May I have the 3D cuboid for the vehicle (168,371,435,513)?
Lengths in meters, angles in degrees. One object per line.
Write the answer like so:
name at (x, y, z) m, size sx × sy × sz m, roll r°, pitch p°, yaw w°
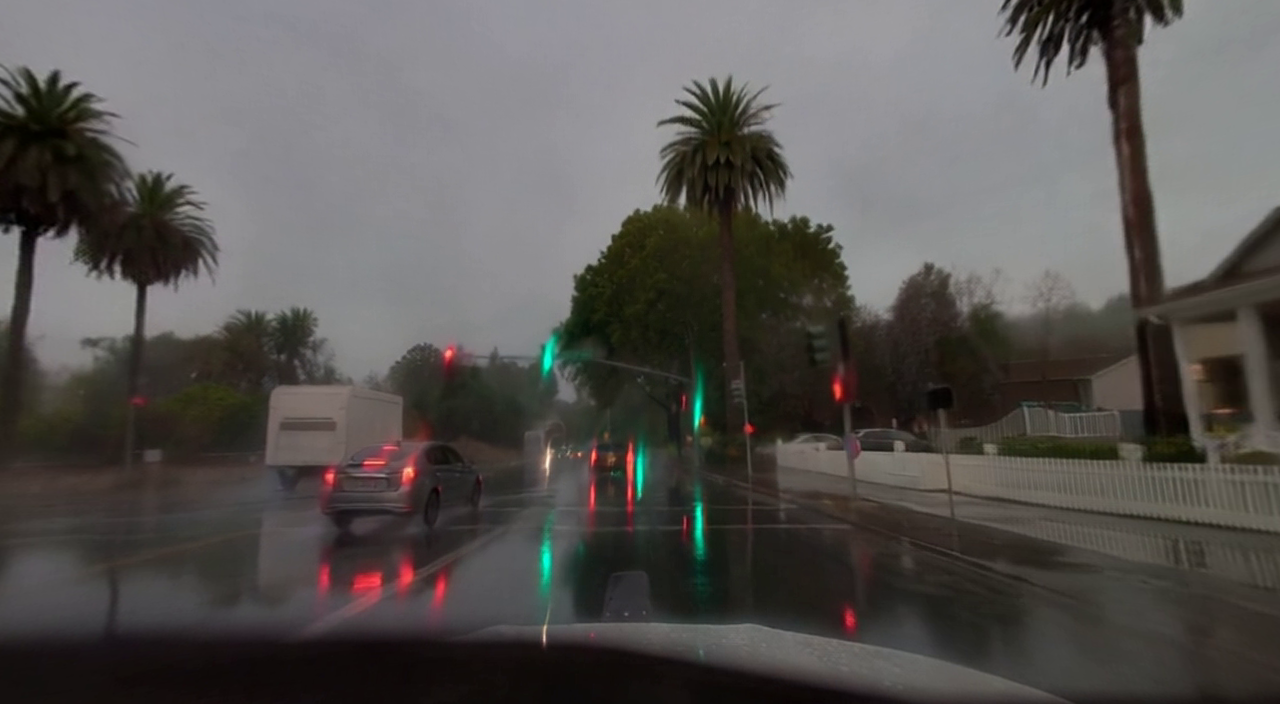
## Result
vehicle at (-7.645, 2.228, 15.603) m, size 2.821 × 2.701 × 6.721 m, roll -1°, pitch -8°, yaw 0°

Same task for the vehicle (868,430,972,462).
vehicle at (14.565, 4.881, 32.836) m, size 4.615 × 1.555 × 2.021 m, roll 2°, pitch -9°, yaw -15°

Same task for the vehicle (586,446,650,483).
vehicle at (-0.841, 4.093, 23.299) m, size 2.131 × 1.222 × 3.868 m, roll 0°, pitch -9°, yaw -3°

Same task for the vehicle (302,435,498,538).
vehicle at (-3.925, 2.252, 11.212) m, size 1.709 × 1.425 × 4.337 m, roll -1°, pitch -9°, yaw 1°

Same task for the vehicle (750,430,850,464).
vehicle at (8.601, 5.117, 34.026) m, size 4.742 × 1.690 × 2.218 m, roll 2°, pitch -9°, yaw -18°

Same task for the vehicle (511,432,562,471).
vehicle at (-5.368, 5.247, 33.304) m, size 2.032 × 1.852 × 4.571 m, roll -1°, pitch -8°, yaw -2°
